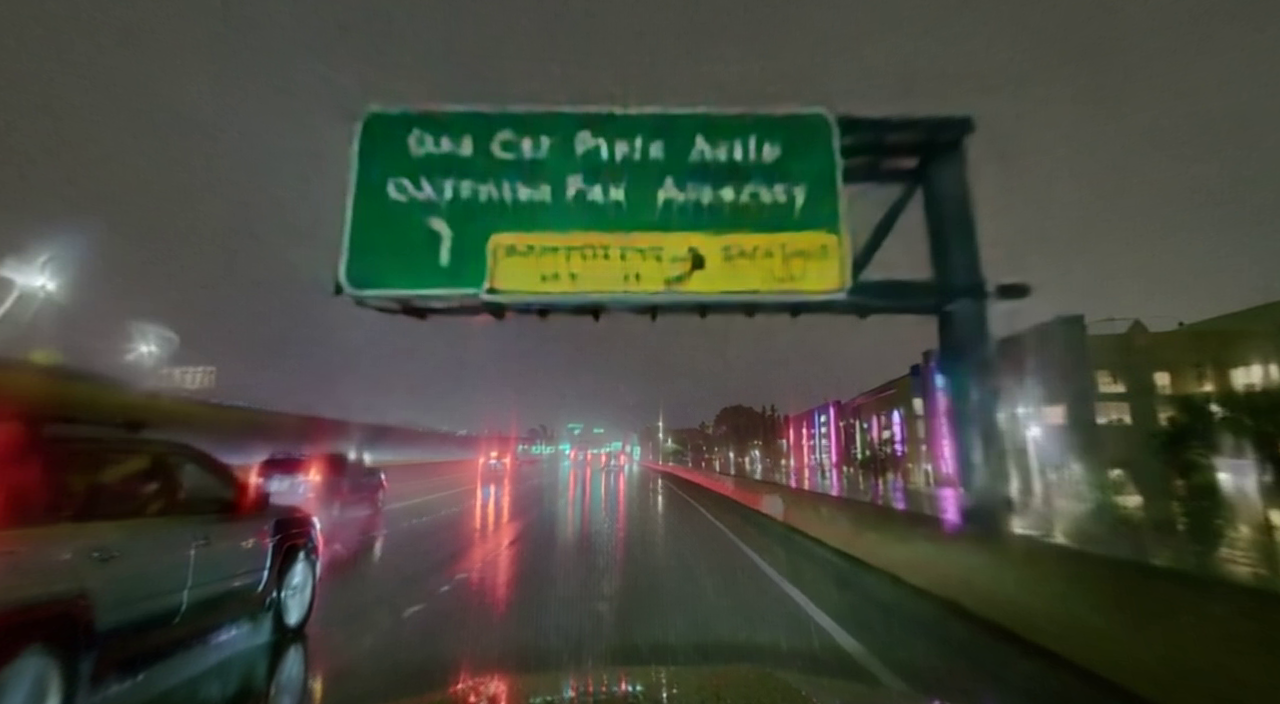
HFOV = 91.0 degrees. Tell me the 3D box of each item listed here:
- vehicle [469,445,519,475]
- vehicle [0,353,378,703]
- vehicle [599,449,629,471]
[{"bbox_3d":[-8.827,6.544,38.518,2.065,1.689,4.399,0,-9,-1],"label":"vehicle"},{"bbox_3d":[-3.568,1.061,3.737,2.036,1.717,4.592,0,-9,0],"label":"vehicle"},{"bbox_3d":[-1.931,7.874,46.115,2.110,1.501,4.319,0,-9,-3],"label":"vehicle"}]
